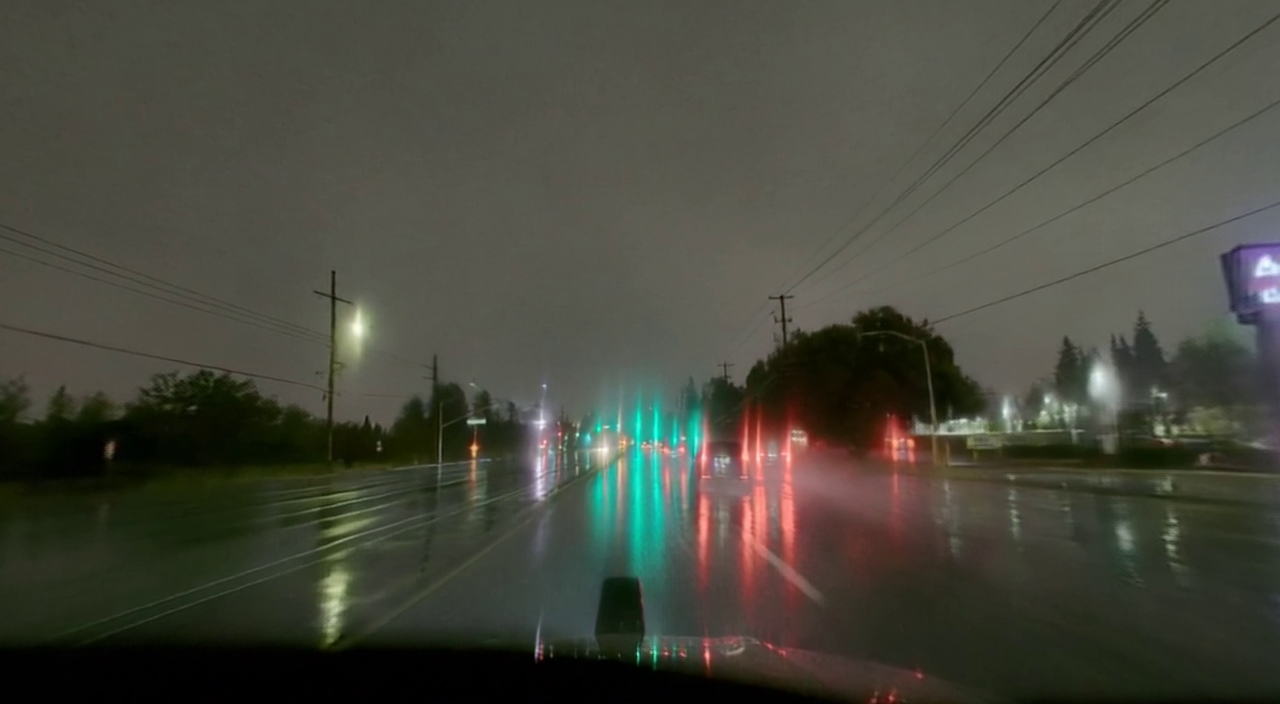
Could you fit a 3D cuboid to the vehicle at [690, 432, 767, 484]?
[{"bbox_3d":[3.003,3.714,22.433,2.078,1.668,4.078,0,-8,-1],"label":"vehicle"}]
